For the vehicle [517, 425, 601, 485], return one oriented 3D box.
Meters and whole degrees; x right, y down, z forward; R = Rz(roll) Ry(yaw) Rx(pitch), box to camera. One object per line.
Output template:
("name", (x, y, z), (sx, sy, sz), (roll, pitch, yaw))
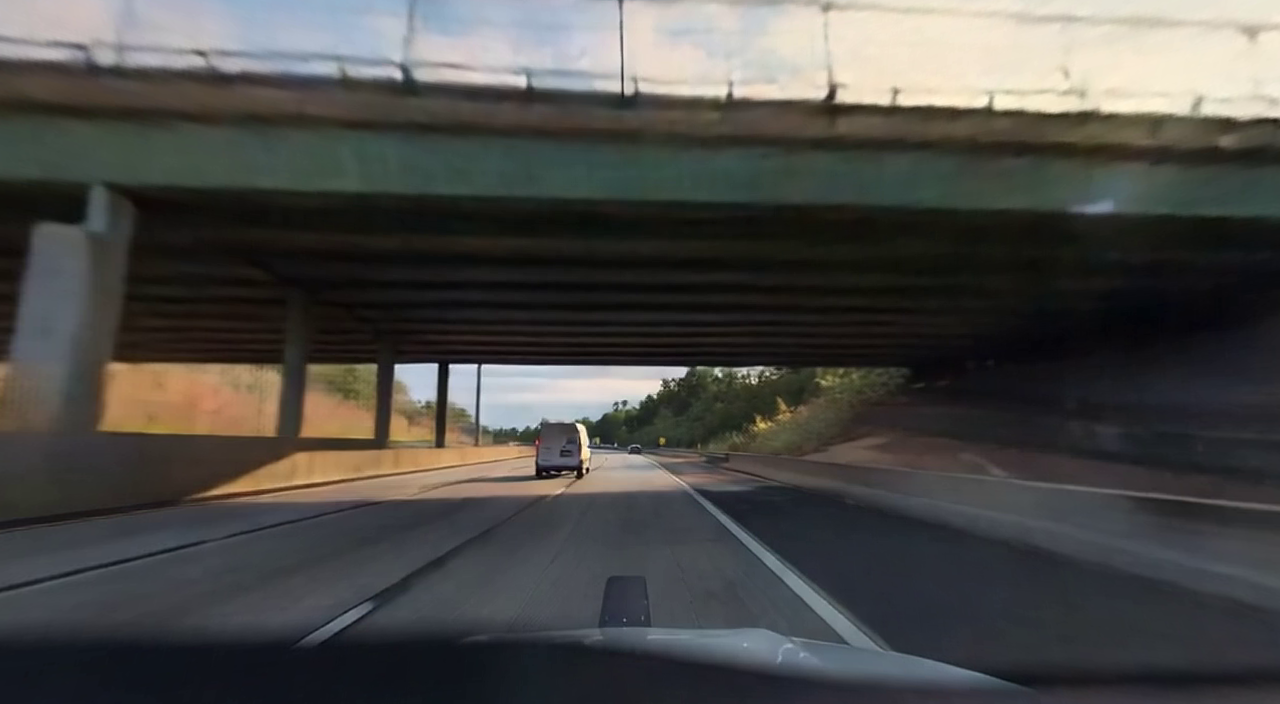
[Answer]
("vehicle", (-2.767, 3.698, 22.861), (2.372, 1.891, 5.061), (0, -8, 0))
